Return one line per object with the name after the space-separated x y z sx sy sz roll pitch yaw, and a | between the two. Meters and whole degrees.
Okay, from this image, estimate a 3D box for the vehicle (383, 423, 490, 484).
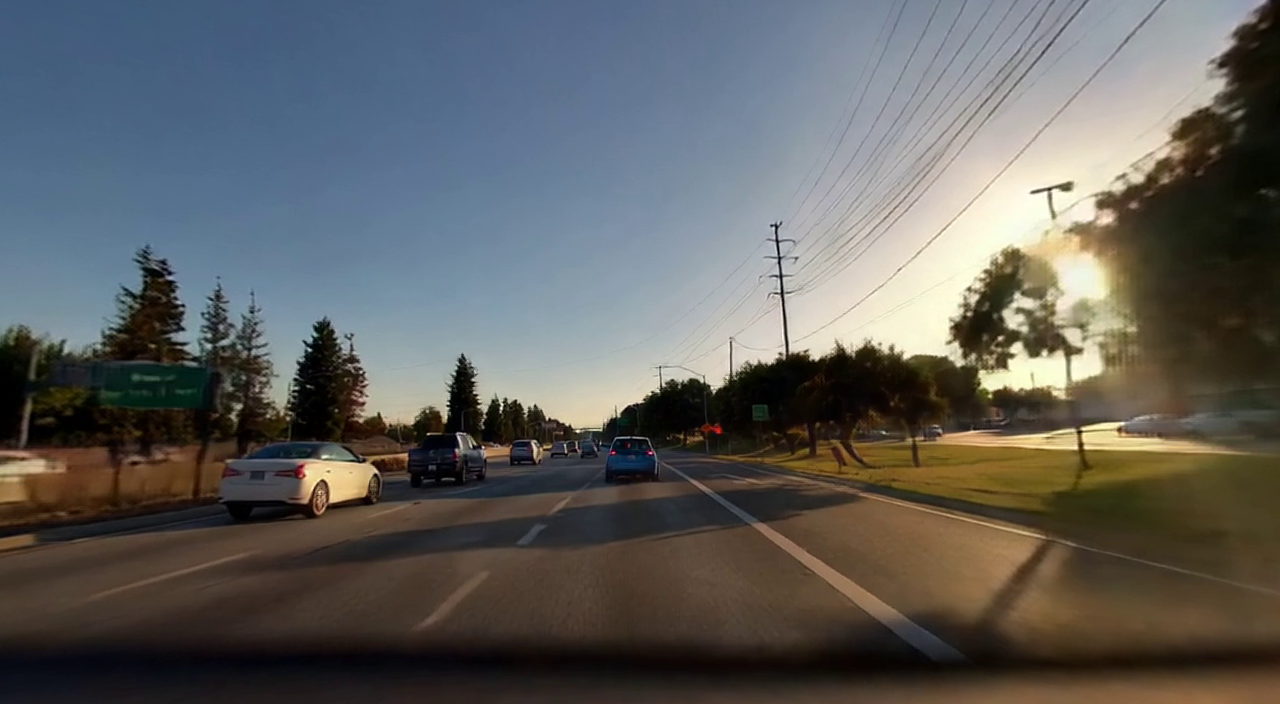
-6.995 3.557 22.390 2.144 1.905 4.967 0 -8 0 | vehicle

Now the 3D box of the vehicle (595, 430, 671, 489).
-0.216 3.346 20.001 2.140 1.653 4.108 0 -8 -1 | vehicle

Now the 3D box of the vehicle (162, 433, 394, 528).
-6.677 2.391 12.411 1.900 1.483 4.547 0 -8 0 | vehicle

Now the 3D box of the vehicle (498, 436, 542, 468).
-7.131 5.967 37.918 1.914 1.756 4.179 0 -8 -2 | vehicle
